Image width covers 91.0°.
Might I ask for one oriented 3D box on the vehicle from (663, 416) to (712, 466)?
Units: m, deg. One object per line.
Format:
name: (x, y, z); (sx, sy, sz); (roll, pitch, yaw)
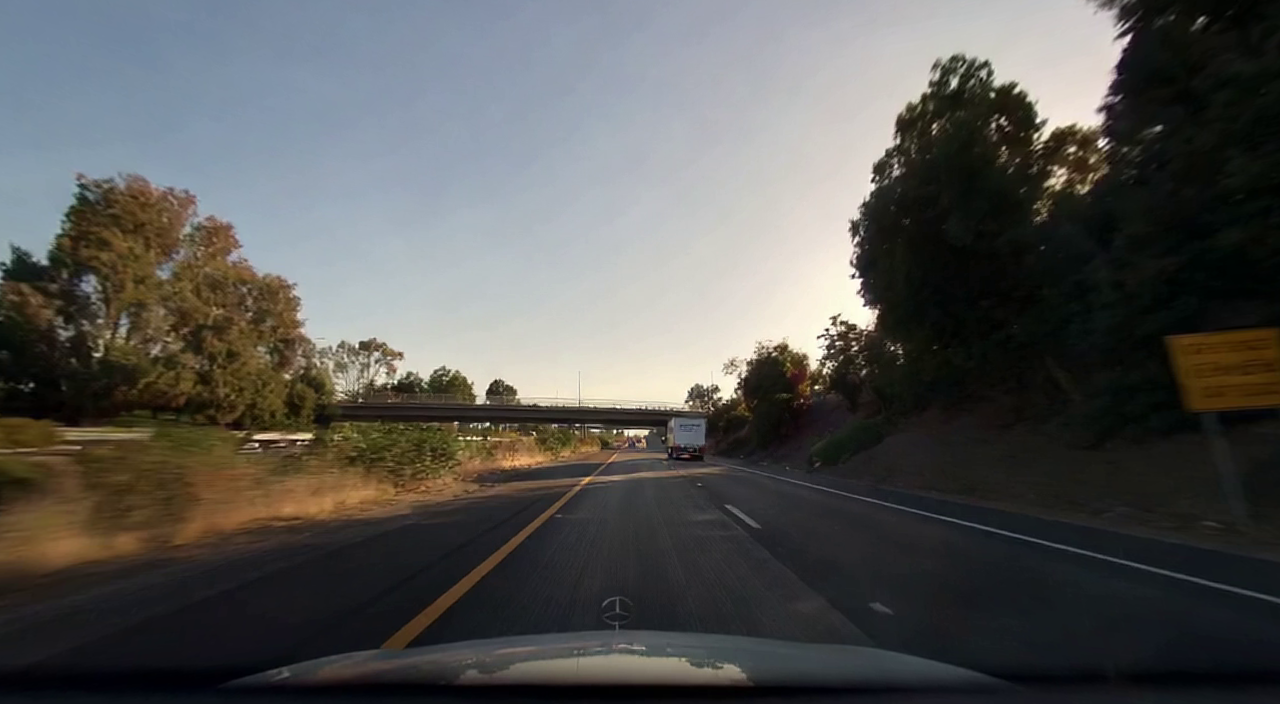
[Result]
vehicle: (3.194, 6.231, 44.299); (2.702, 3.193, 7.196); (0, -8, -1)
